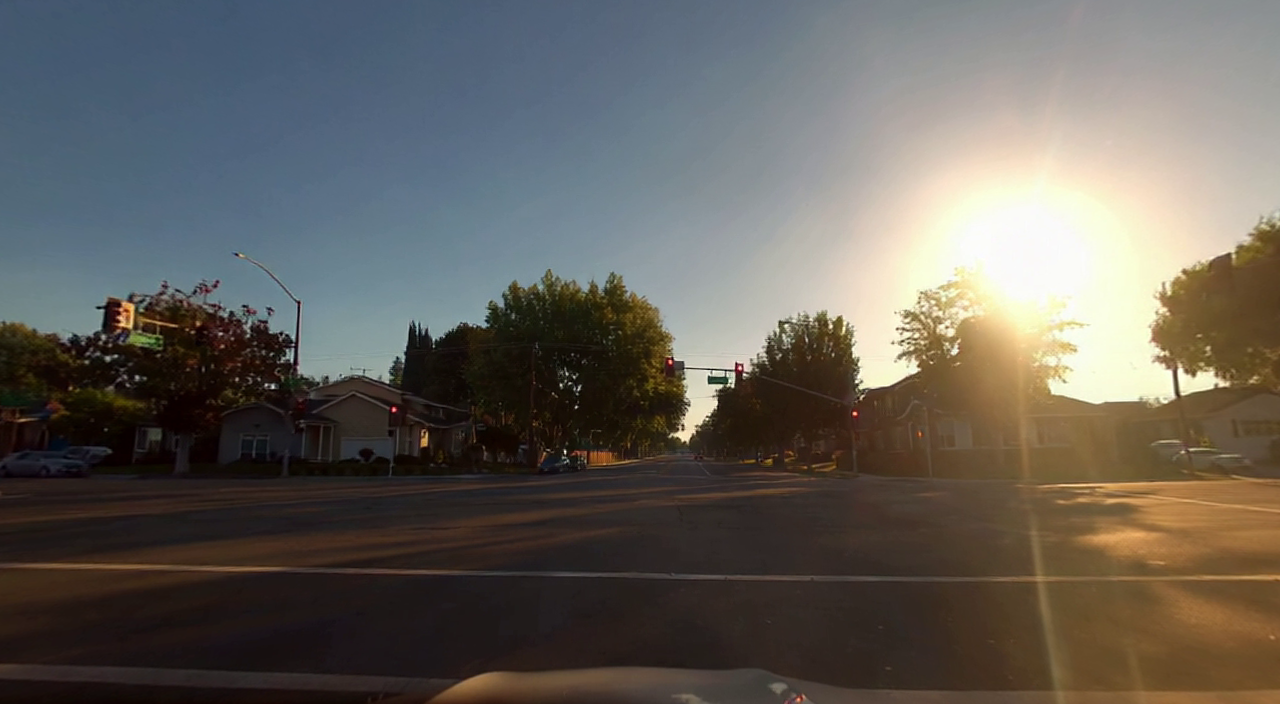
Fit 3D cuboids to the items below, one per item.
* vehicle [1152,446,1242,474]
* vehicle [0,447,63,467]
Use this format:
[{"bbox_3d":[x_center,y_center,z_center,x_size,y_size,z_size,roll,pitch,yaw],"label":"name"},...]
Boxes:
[{"bbox_3d":[36.775,7.093,41.884,1.853,1.723,4.460,0,-9,-1],"label":"vehicle"},{"bbox_3d":[-44.290,7.520,45.391,3.949,1.422,1.744,0,-9,1],"label":"vehicle"}]
